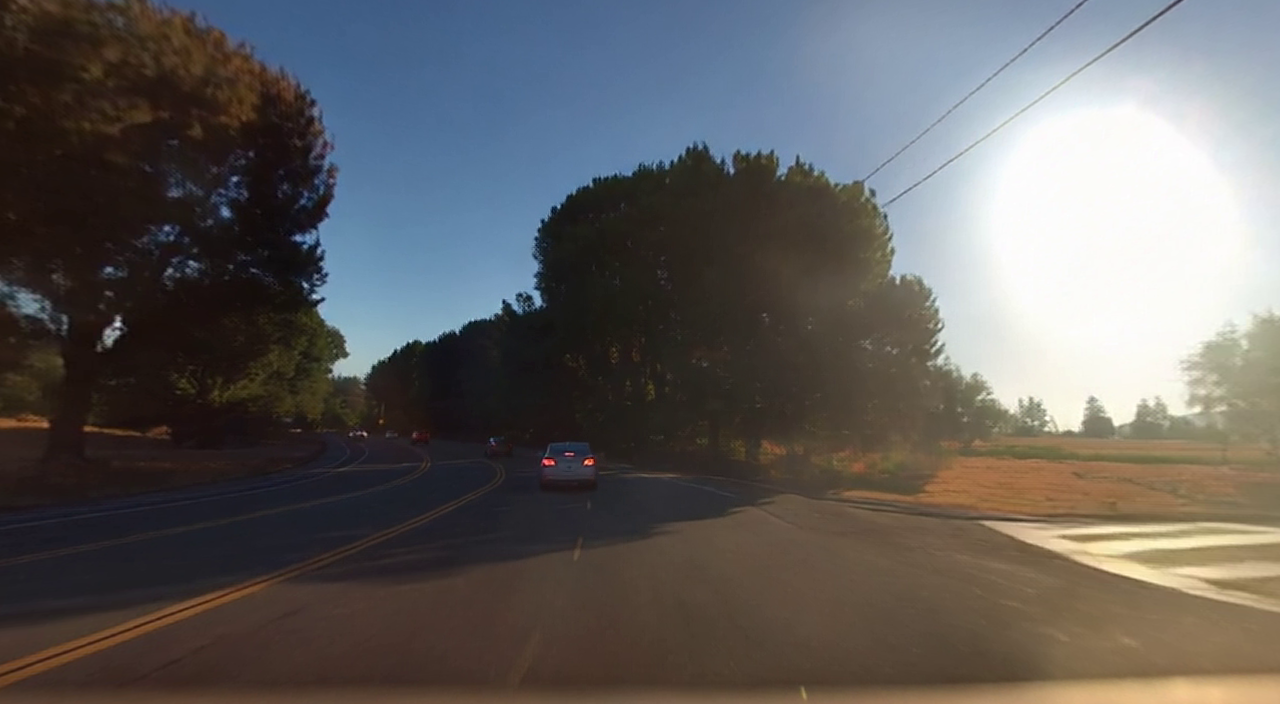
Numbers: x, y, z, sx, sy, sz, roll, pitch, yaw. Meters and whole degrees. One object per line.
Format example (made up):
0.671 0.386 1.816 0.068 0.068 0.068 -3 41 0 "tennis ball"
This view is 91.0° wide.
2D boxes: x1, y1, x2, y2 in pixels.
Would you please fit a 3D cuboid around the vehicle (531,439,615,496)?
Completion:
-2.147 3.474 19.353 2.296 1.510 4.068 1 -9 -9 "vehicle"

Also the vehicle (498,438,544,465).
-7.226 5.971 37.876 2.080 1.530 3.719 3 -9 -20 "vehicle"
